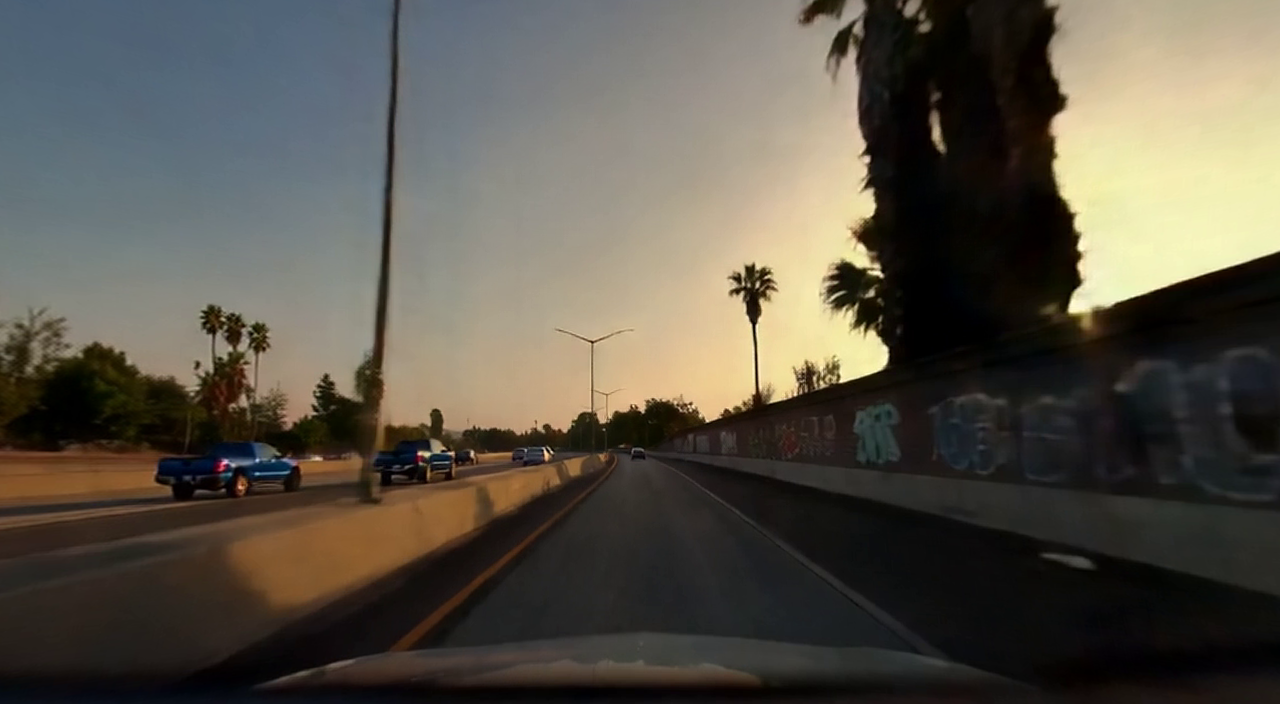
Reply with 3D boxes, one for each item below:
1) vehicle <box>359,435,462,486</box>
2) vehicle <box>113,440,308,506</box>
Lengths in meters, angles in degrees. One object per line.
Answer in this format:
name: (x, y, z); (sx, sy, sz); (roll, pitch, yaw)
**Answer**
vehicle: (-9.965, 4.753, 27.962); (2.342, 1.999, 5.594); (0, -9, 1)
vehicle: (-13.959, 3.946, 21.166); (2.272, 1.882, 5.941); (0, -9, 1)
